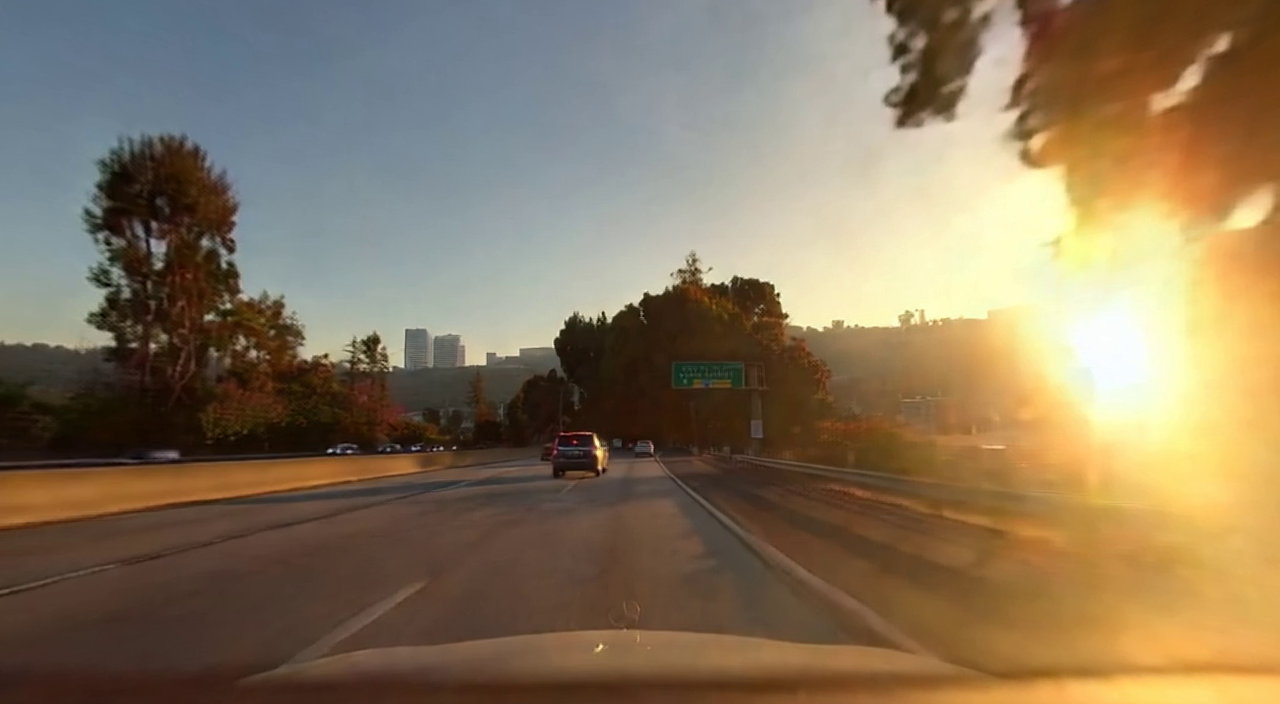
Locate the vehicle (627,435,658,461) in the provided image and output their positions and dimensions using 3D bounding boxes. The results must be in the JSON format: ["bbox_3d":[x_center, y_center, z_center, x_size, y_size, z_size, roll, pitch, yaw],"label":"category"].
[{"bbox_3d":[0.229,7.437,48.921,2.306,1.857,4.657,0,-9,1],"label":"vehicle"}]

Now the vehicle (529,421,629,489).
[{"bbox_3d":[-1.817,3.423,21.179,2.497,1.957,5.432,-1,-9,4],"label":"vehicle"}]
